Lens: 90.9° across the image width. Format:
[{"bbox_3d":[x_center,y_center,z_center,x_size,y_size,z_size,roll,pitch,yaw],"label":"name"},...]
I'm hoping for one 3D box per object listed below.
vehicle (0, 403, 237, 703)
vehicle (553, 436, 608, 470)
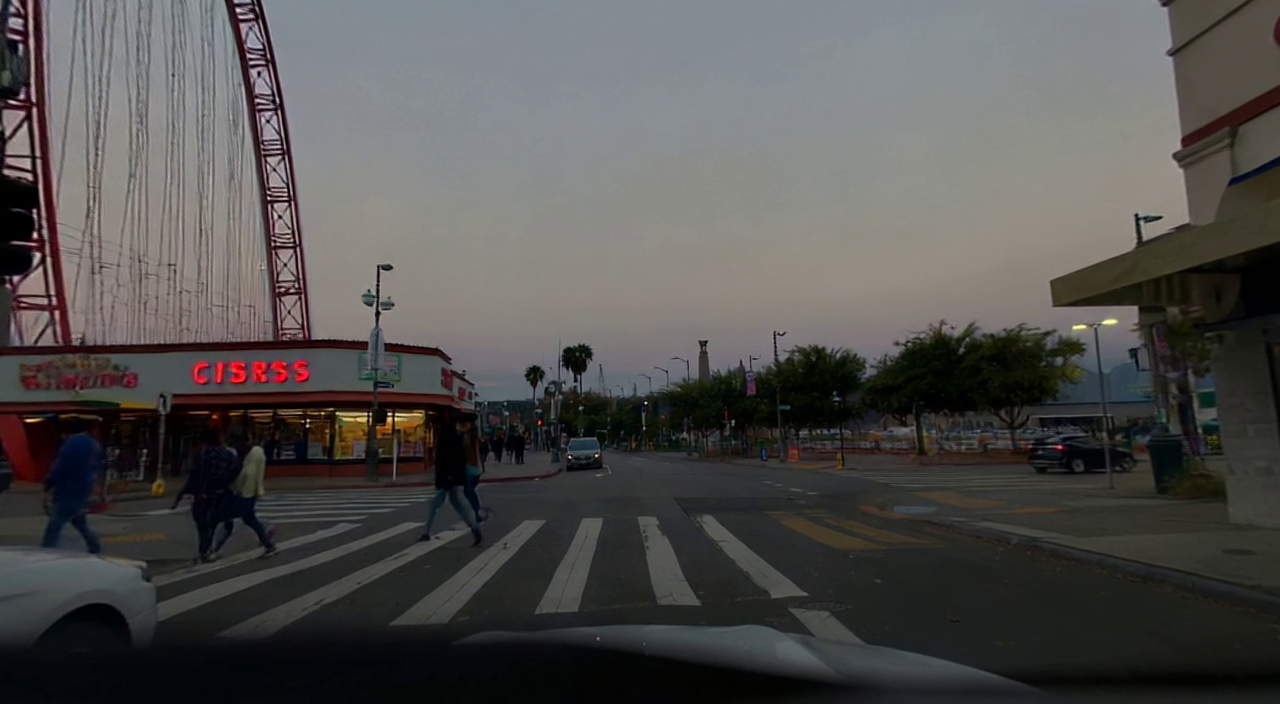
[{"bbox_3d":[-3.370,0.784,1.187,1.940,1.505,4.676,-1,-9,3],"label":"vehicle"},{"bbox_3d":[-3.915,6.413,40.242,2.549,2.000,5.699,2,-9,-15],"label":"vehicle"}]
